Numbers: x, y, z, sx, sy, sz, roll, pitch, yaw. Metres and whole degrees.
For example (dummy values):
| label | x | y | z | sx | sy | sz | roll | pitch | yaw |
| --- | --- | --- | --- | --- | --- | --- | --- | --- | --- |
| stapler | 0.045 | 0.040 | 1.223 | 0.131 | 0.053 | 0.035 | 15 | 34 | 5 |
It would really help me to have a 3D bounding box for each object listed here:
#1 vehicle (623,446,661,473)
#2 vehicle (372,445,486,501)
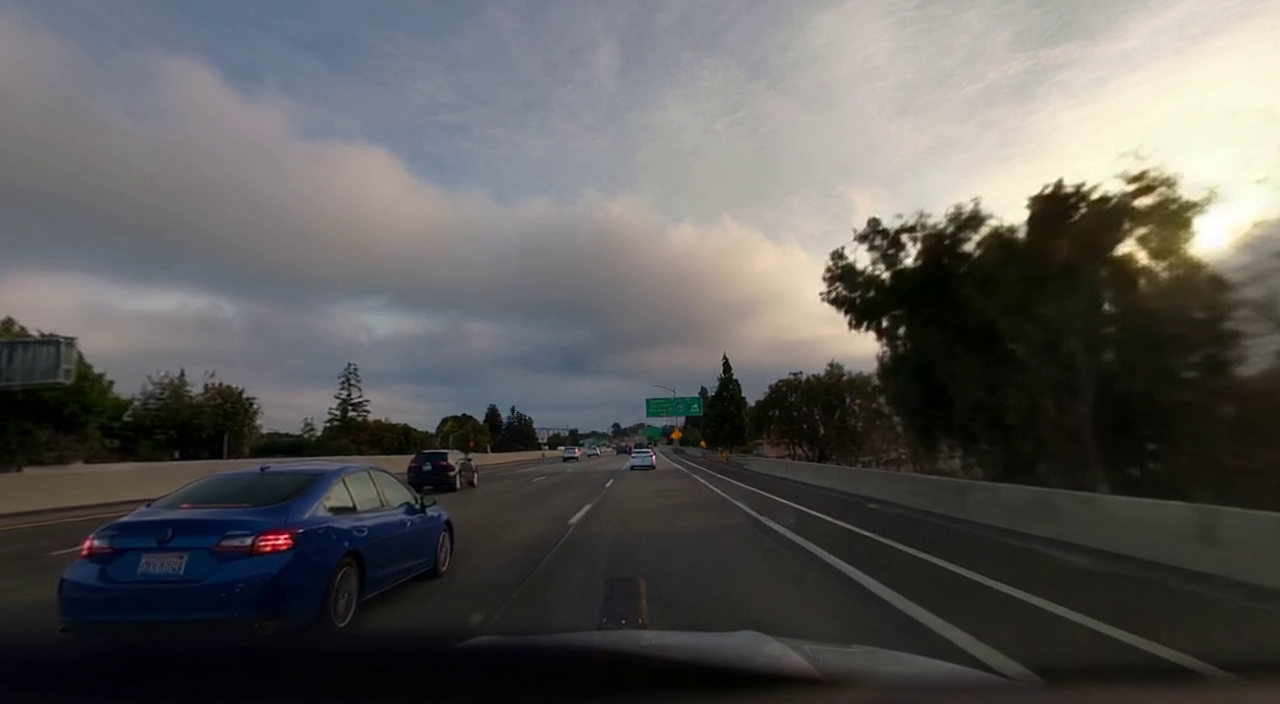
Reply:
| label | x | y | z | sx | sy | sz | roll | pitch | yaw |
| --- | --- | --- | --- | --- | --- | --- | --- | --- | --- |
| vehicle | 0.073 | 6.044 | 35.730 | 2.051 | 1.443 | 3.770 | 0 | -8 | -1 |
| vehicle | -6.463 | 3.718 | 19.905 | 2.075 | 1.528 | 4.327 | 0 | -8 | 0 |
